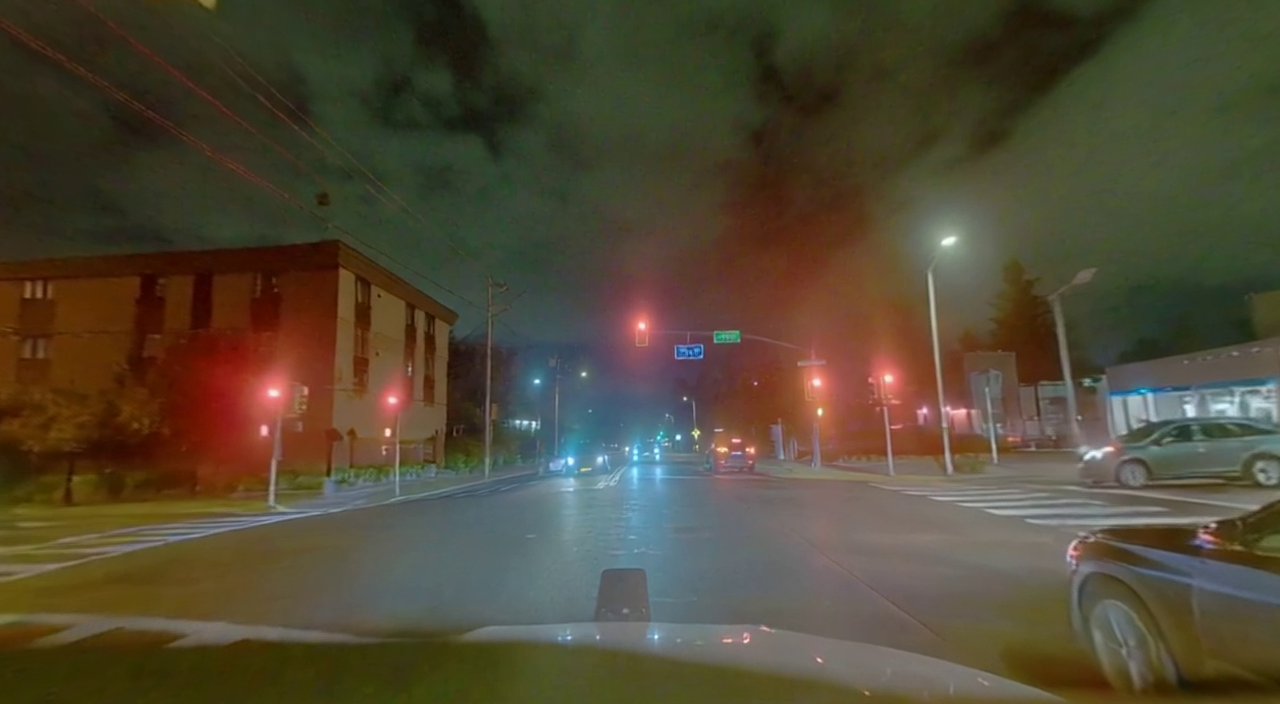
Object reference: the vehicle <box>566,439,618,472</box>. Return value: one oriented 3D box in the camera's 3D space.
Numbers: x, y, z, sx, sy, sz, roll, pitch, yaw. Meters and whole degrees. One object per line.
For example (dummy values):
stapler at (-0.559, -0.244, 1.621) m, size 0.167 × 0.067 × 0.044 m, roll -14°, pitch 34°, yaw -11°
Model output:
vehicle at (-2.874, 6.339, 38.936) m, size 2.666 × 1.885 × 5.029 m, roll 0°, pitch -9°, yaw 1°

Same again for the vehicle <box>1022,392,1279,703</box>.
vehicle at (3.238, 0.731, 1.172) m, size 2.072 × 1.471 × 4.834 m, roll 0°, pitch -9°, yaw 1°

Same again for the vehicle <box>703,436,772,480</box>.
vehicle at (3.745, 4.156, 25.051) m, size 2.035 × 1.564 × 4.719 m, roll 0°, pitch -9°, yaw 1°

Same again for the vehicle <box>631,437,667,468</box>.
vehicle at (0.543, 6.256, 39.381) m, size 2.118 × 1.813 × 4.326 m, roll 0°, pitch -9°, yaw 0°
